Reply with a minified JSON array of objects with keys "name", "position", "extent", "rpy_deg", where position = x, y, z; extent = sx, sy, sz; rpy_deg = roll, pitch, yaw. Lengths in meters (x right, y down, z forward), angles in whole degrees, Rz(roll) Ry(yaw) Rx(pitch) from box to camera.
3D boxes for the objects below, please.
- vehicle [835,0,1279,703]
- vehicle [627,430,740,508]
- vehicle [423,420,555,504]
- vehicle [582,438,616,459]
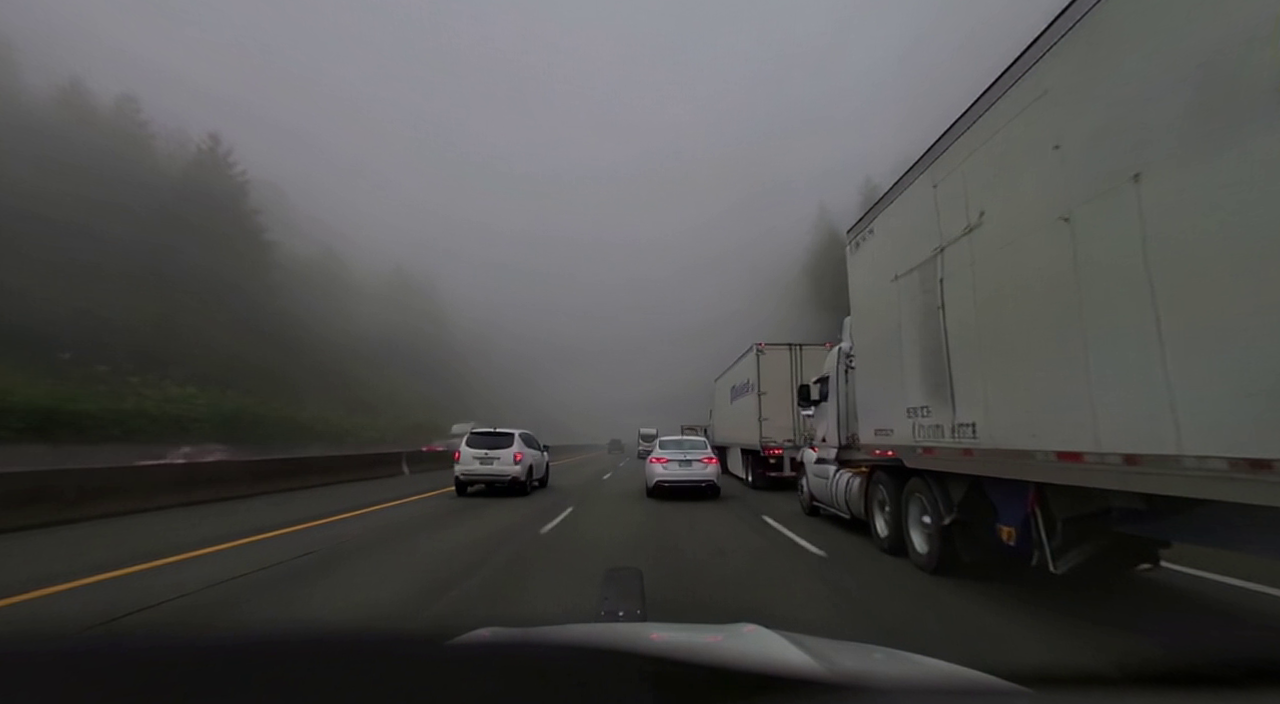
[{"name":"vehicle","position":[4.545,-0.573,1.820],"extent":[2.967,4.347,15.373],"rpy_deg":[0,-8,0]},{"name":"vehicle","position":[0.848,2.568,14.419],"extent":[2.200,1.495,4.282],"rpy_deg":[0,-8,0]},{"name":"vehicle","position":[-3.448,2.605,15.437],"extent":[2.006,1.729,4.447],"rpy_deg":[0,-8,2]},{"name":"vehicle","position":[-3.151,7.509,49.309],"extent":[2.181,1.538,4.169],"rpy_deg":[0,-8,2]}]
